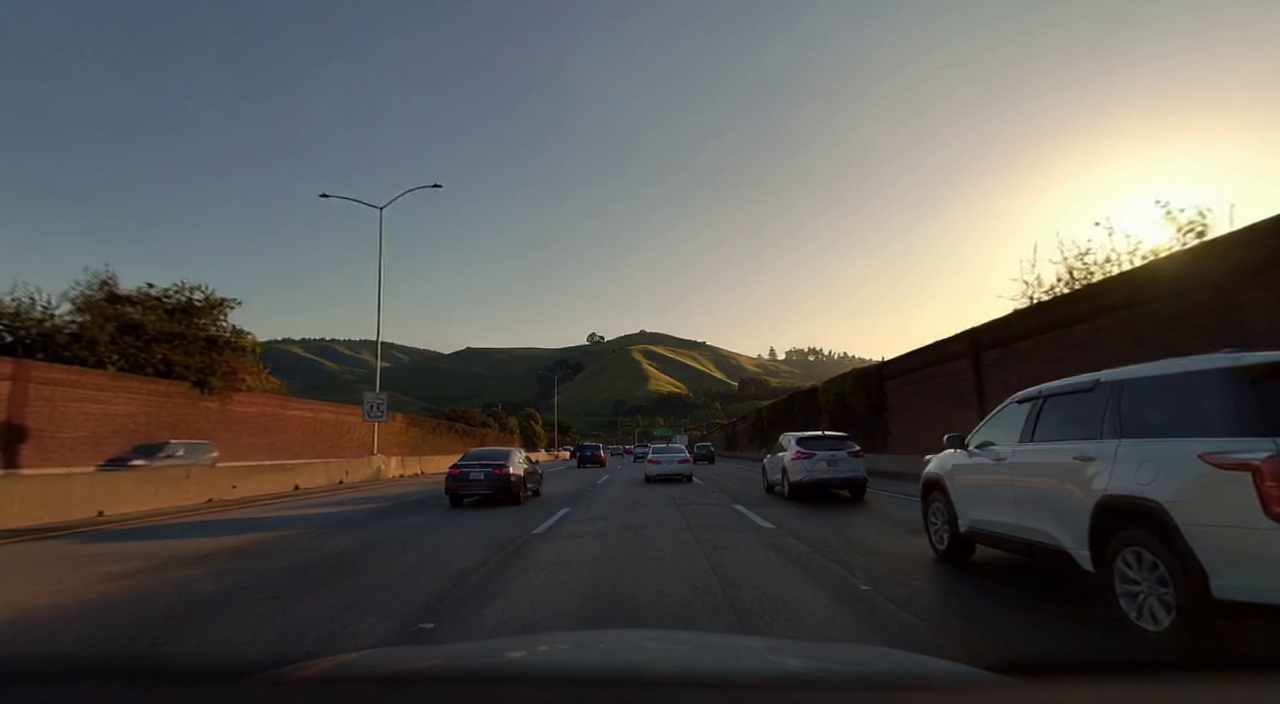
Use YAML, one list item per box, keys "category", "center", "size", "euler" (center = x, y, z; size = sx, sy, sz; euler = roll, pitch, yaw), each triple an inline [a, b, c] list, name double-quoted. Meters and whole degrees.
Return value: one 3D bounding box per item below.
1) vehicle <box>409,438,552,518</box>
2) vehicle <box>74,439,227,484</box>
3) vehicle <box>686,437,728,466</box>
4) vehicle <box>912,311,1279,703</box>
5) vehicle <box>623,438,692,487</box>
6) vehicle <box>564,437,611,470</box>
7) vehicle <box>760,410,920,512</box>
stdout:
- category: "vehicle"
  center: [-3.284, 2.669, 13.977]
  size: [1.961, 1.456, 4.362]
  euler: [0, -8, 1]
- category: "vehicle"
  center: [-21.453, 4.788, 28.091]
  size: [2.205, 1.769, 5.650]
  euler: [0, -8, 1]
- category: "vehicle"
  center: [3.678, 5.532, 35.213]
  size: [1.855, 1.513, 3.915]
  euler: [0, -8, -1]
- category: "vehicle"
  center: [3.710, 0.945, 4.076]
  size: [1.930, 1.831, 4.344]
  euler: [0, -8, 0]
- category: "vehicle"
  center: [0.523, 3.661, 21.225]
  size: [2.105, 1.471, 3.978]
  euler: [0, -8, 0]
- category: "vehicle"
  center: [-2.928, 5.781, 36.182]
  size: [2.154, 1.793, 4.736]
  euler: [0, -8, 1]
- category: "vehicle"
  center: [4.155, 2.360, 14.066]
  size: [1.970, 1.872, 4.575]
  euler: [0, -8, -1]
